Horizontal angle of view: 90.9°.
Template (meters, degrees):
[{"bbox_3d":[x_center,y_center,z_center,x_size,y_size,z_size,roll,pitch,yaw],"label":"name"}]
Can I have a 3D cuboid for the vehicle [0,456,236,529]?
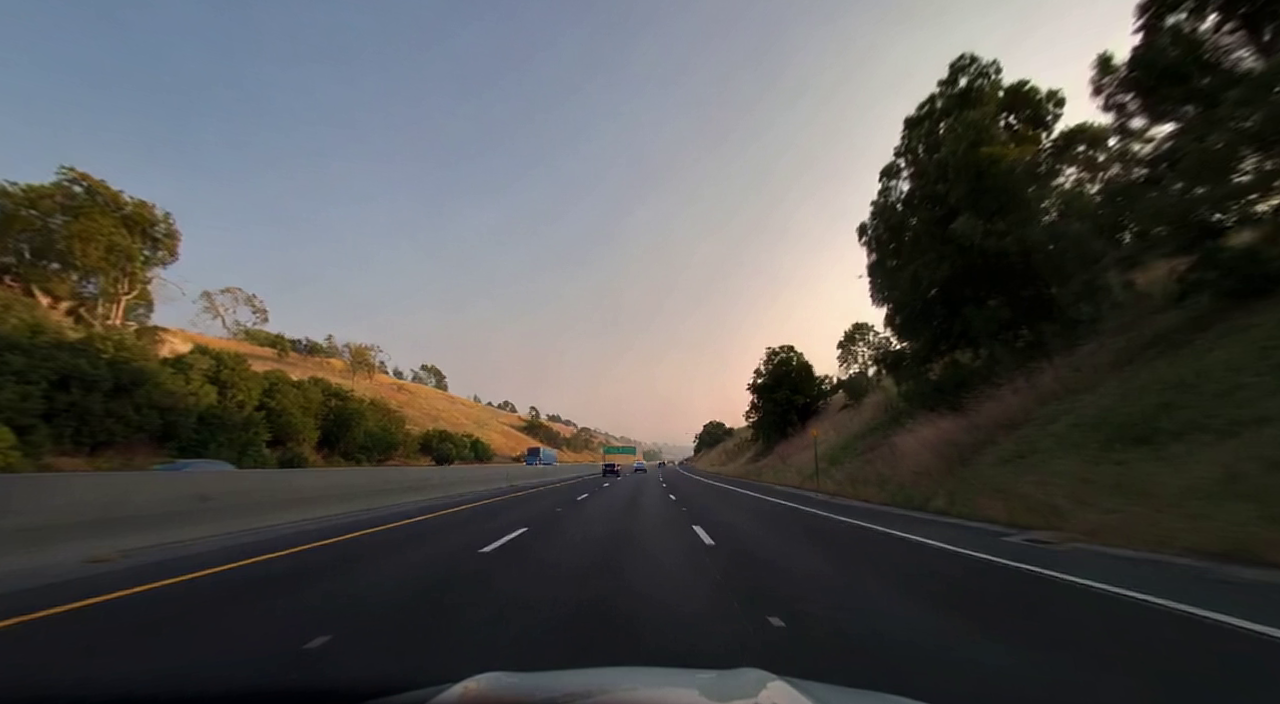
[{"bbox_3d":[-12.335,3.336,15.385,1.908,1.474,4.529,1,-10,0],"label":"vehicle"}]
